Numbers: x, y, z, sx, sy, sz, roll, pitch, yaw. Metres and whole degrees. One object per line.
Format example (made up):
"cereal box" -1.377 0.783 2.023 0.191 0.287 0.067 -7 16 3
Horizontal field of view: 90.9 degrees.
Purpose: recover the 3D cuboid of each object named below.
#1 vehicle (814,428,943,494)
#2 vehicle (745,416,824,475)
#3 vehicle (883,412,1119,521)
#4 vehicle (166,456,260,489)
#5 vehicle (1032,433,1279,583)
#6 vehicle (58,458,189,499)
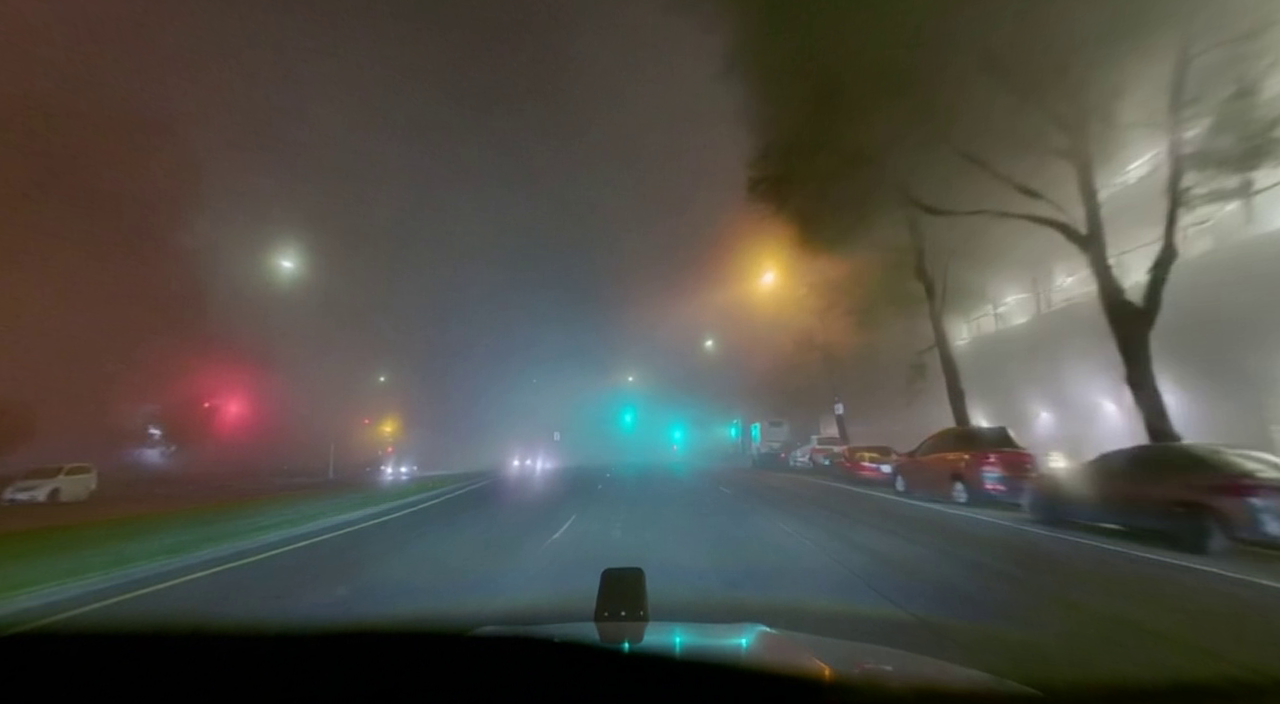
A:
"vehicle" 7.200 3.341 19.718 2.089 1.788 4.817 0 -8 -1
"vehicle" 7.317 4.878 33.001 2.391 2.750 6.853 0 -8 -1
"vehicle" 7.146 2.319 13.248 2.200 1.860 4.511 0 -8 -1
"vehicle" -22.124 6.228 32.878 1.922 1.545 4.178 -1 -8 1
"vehicle" 7.139 1.718 7.491 1.850 1.448 4.844 0 -8 0
"vehicle" -22.340 5.447 27.577 1.821 1.496 4.724 0 -8 -1
